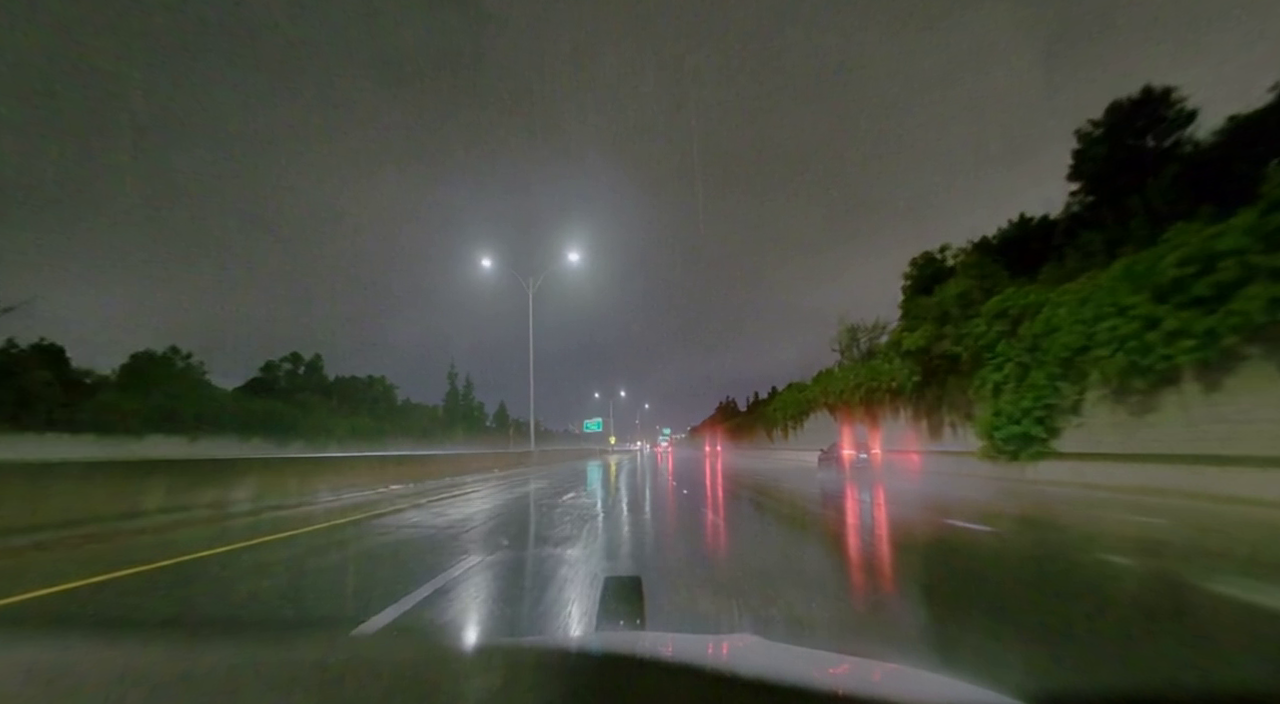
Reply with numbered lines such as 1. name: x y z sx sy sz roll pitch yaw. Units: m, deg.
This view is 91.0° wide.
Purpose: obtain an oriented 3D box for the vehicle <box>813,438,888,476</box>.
1. vehicle: 10.460 5.248 31.660 2.167 1.781 4.340 0 -9 -1
